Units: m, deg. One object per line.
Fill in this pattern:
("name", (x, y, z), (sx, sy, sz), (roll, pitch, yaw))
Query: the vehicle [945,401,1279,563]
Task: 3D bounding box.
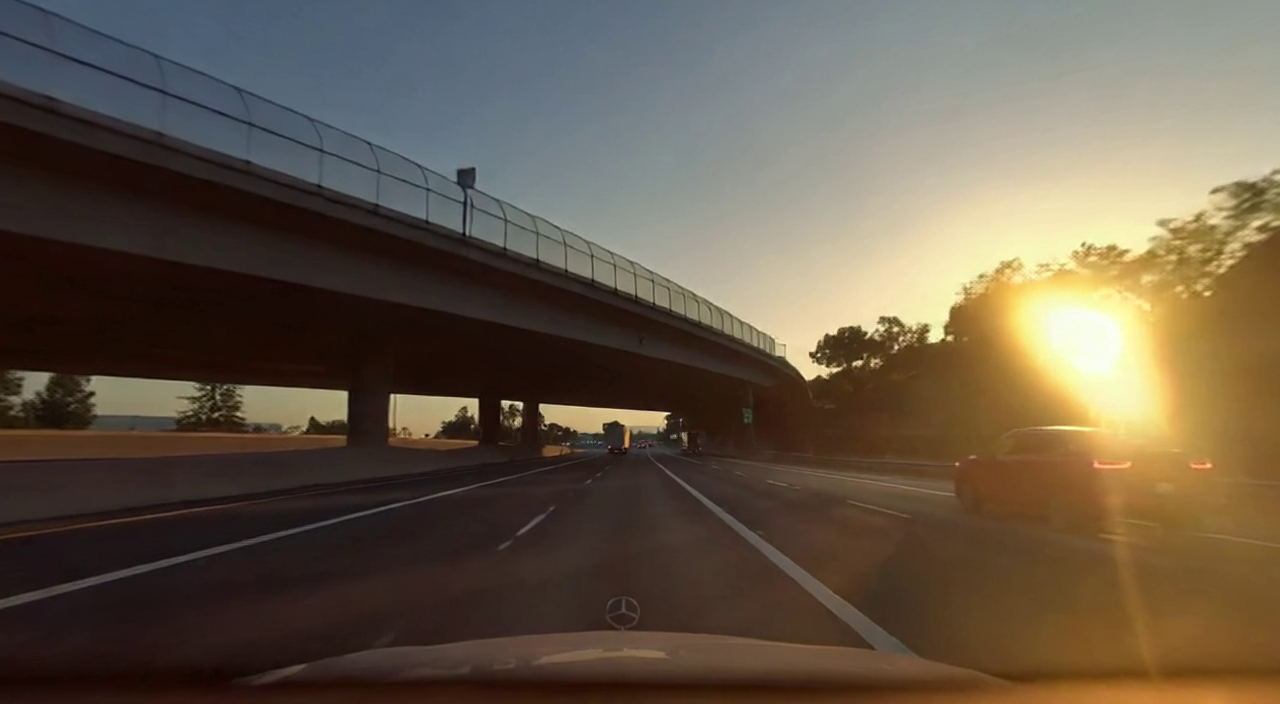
("vehicle", (6.741, 1.773, 9.294), (2.096, 1.767, 4.601), (0, -9, 0))
